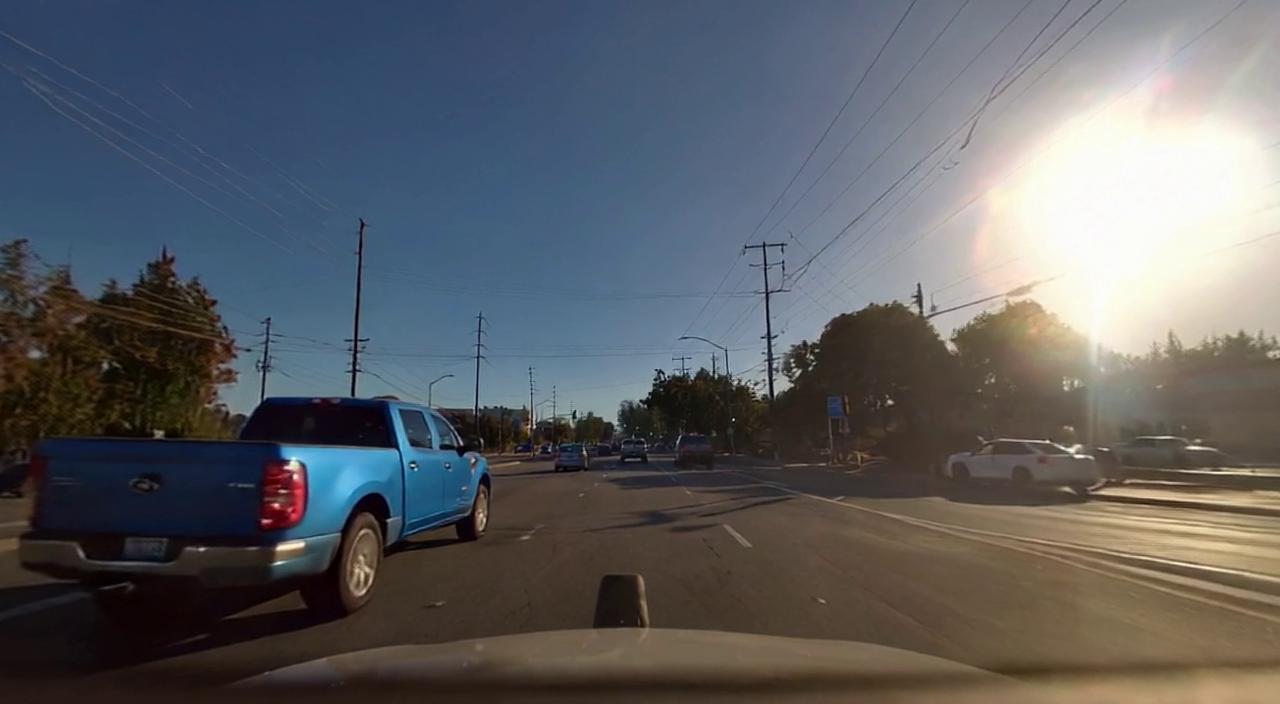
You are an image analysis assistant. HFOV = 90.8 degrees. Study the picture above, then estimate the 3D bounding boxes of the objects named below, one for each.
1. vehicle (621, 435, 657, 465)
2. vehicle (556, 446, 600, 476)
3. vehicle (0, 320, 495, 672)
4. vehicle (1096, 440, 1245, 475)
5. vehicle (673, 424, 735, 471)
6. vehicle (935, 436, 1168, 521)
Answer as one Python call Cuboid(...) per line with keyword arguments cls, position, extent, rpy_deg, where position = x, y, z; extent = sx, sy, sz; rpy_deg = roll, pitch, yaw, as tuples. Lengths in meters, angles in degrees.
Cuboid(cls="vehicle", position=(-0.103, 7.538, 48.655), extent=(2.643, 2.145, 5.585), rpy_deg=(0, -9, 0))
Cuboid(cls="vehicle", position=(-3.227, 5.736, 33.494), extent=(1.939, 1.494, 4.499), rpy_deg=(0, -9, -1))
Cuboid(cls="vehicle", position=(-3.562, 1.329, 7.025), extent=(2.402, 2.194, 6.051), rpy_deg=(0, -9, 0))
Cuboid(cls="vehicle", position=(23.556, 4.694, 28.324), extent=(1.973, 1.436, 4.626), rpy_deg=(3, -9, -19))
Cuboid(cls="vehicle", position=(3.953, 6.175, 40.854), extent=(2.905, 2.636, 6.895), rpy_deg=(-2, -9, -3))
Cuboid(cls="vehicle", position=(9.152, 2.807, 14.603), extent=(2.010, 1.633, 4.246), rpy_deg=(1, -9, -11))
